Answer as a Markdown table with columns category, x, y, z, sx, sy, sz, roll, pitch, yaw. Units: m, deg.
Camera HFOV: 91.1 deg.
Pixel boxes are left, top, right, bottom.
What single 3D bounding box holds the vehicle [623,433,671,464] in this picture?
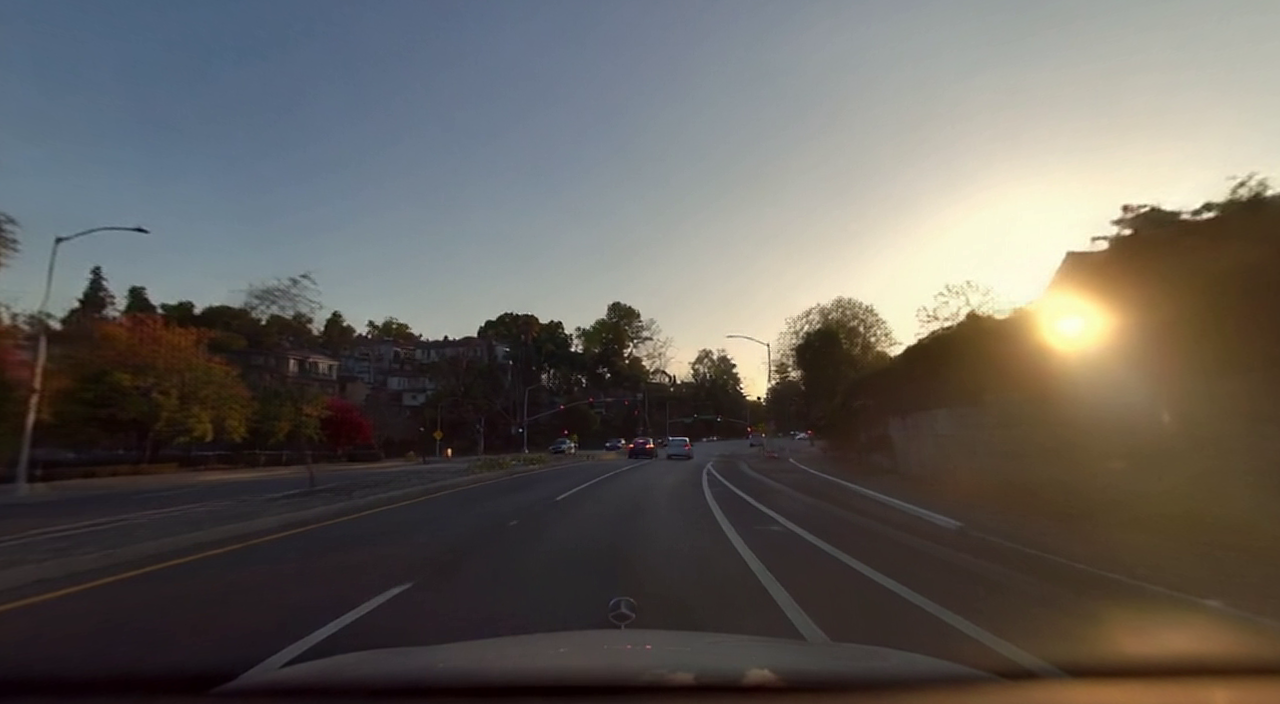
| category | x | y | z | sx | sy | sz | roll | pitch | yaw |
| --- | --- | --- | --- | --- | --- | --- | --- | --- | --- |
| vehicle | 0.497 | 5.957 | 38.822 | 2.152 | 1.822 | 4.391 | -2 | -9 | 11 |
